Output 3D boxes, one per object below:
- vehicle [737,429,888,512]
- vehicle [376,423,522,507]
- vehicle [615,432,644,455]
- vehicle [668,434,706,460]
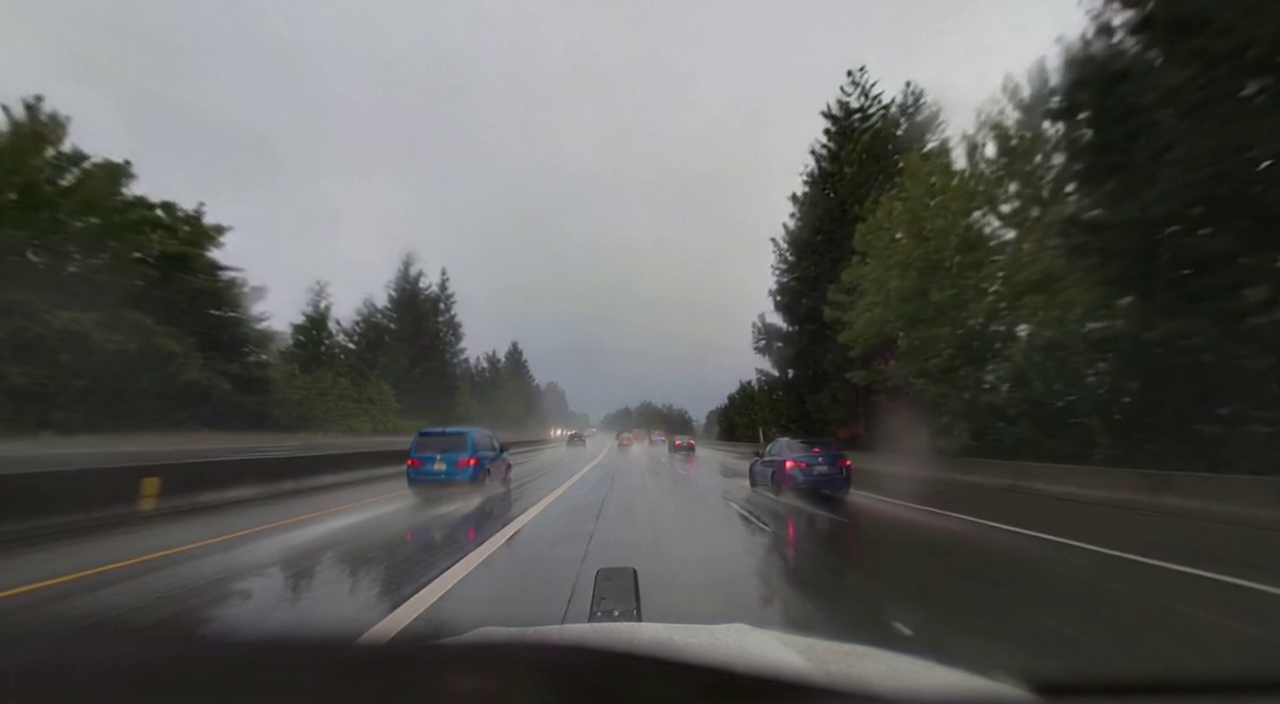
[{"bbox_3d":[3.455,2.433,13.472,1.986,1.488,3.867,1,-8,-3],"label":"vehicle"},{"bbox_3d":[-3.939,2.375,13.803,1.941,1.529,4.111,0,-8,-1],"label":"vehicle"},{"bbox_3d":[-0.846,7.166,49.656,2.191,1.727,3.981,1,-8,-2],"label":"vehicle"},{"bbox_3d":[2.799,5.788,38.605,1.883,1.536,3.792,1,-8,-3],"label":"vehicle"}]
